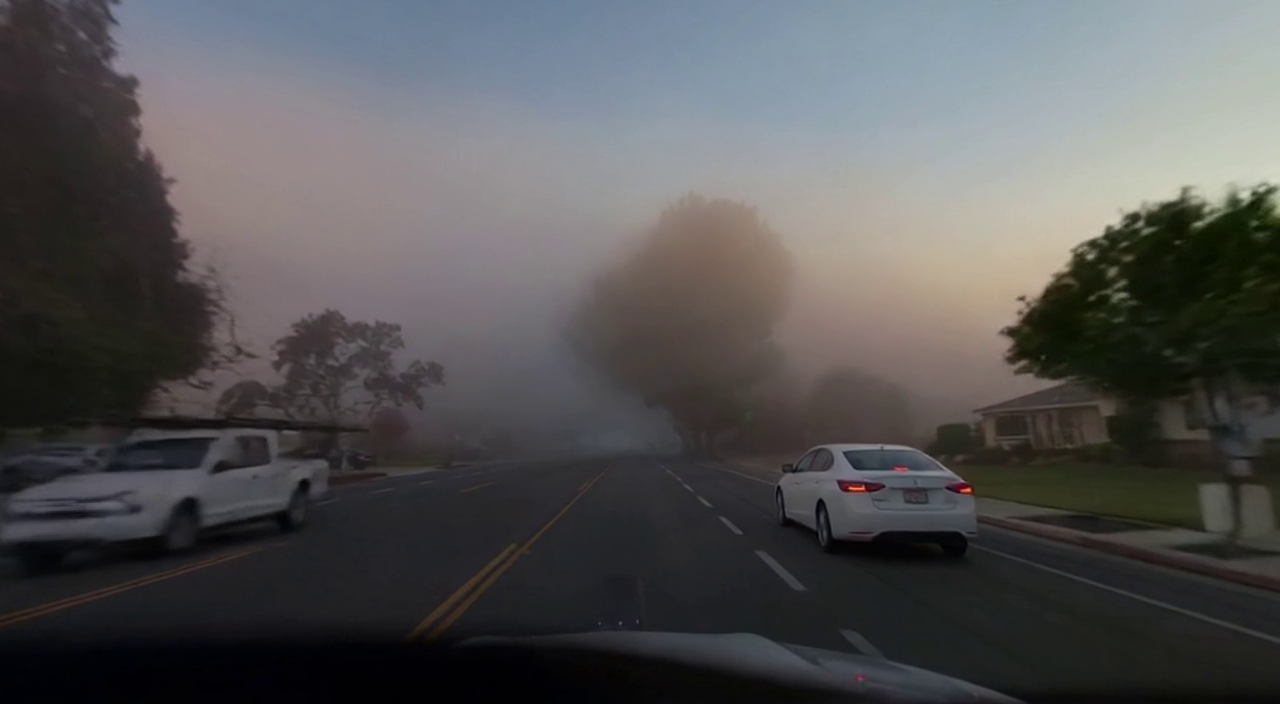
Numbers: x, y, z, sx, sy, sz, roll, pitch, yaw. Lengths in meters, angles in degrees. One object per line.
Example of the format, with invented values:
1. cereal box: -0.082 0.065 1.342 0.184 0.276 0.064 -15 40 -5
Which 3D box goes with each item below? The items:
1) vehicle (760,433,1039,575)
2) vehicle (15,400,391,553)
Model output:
1. vehicle: 3.171 1.938 8.883 2.057 1.493 4.225 0 -9 -1
2. vehicle: -6.966 2.096 11.462 2.334 1.985 6.274 0 -9 0
